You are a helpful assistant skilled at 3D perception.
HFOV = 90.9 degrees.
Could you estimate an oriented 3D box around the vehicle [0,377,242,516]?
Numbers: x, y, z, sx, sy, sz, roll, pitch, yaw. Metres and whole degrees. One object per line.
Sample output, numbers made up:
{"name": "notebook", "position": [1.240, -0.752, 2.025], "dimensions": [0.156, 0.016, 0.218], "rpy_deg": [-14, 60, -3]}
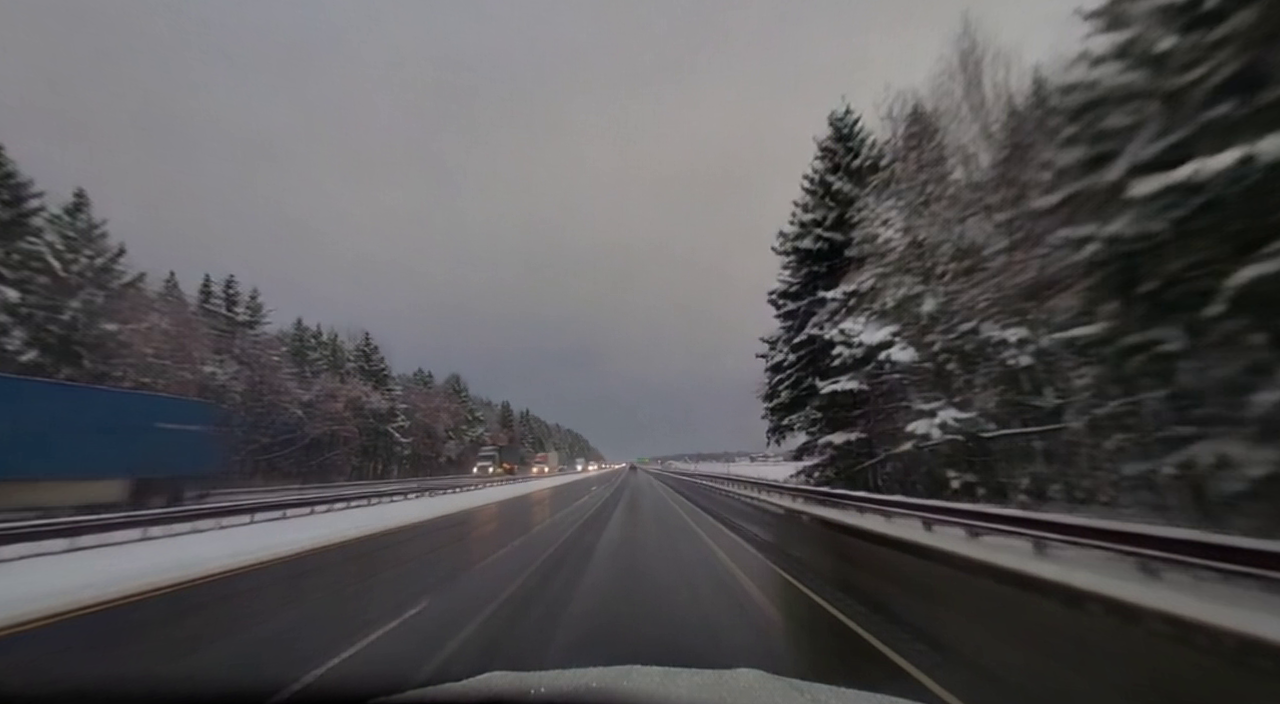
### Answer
{"name": "vehicle", "position": [-17.108, 3.169, 20.452], "dimensions": [2.816, 3.554, 8.526], "rpy_deg": [0, -10, -1]}
